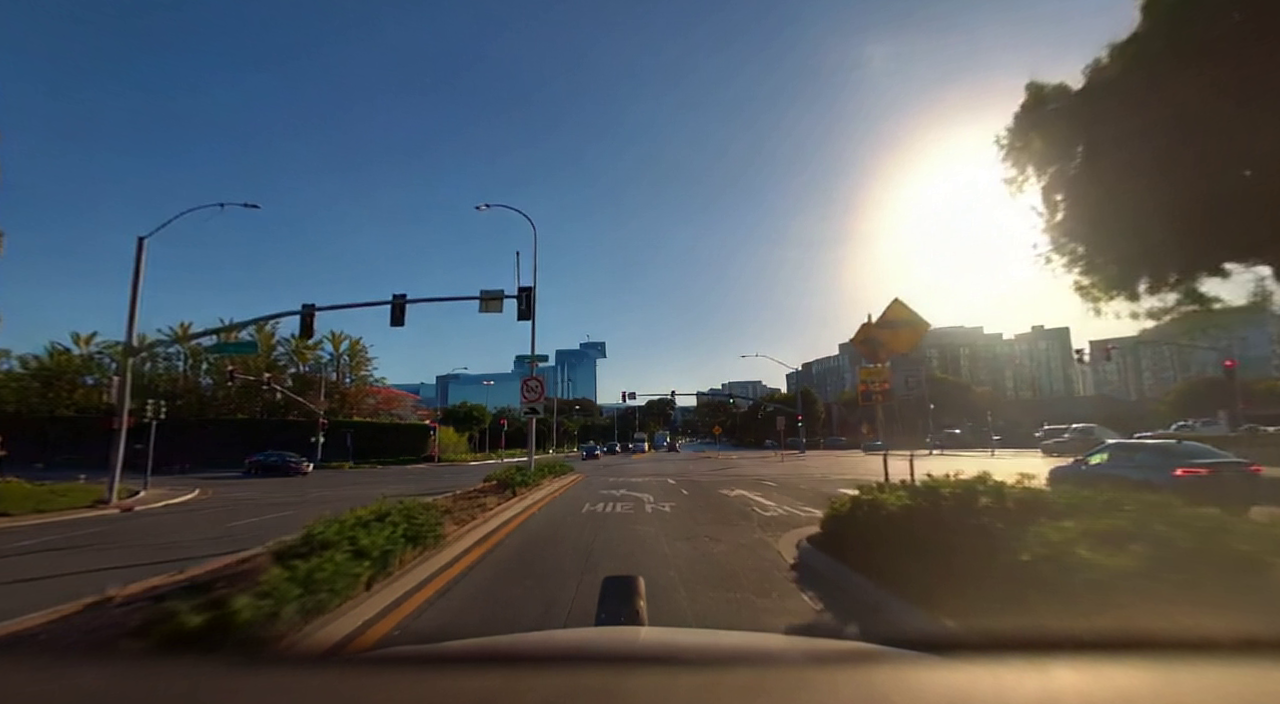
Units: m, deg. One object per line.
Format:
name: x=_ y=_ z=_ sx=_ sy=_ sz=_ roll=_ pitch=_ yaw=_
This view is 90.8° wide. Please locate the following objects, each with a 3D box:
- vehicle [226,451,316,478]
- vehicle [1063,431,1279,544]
vehicle: x=-24.925 y=7.592 z=42.809 sx=4.706 sy=1.734 sz=2.253 roll=-1 pitch=-9 yaw=5
vehicle: x=9.540 y=2.116 z=10.446 sx=1.933 sy=1.500 sz=4.458 roll=0 pitch=-9 yaw=-1
